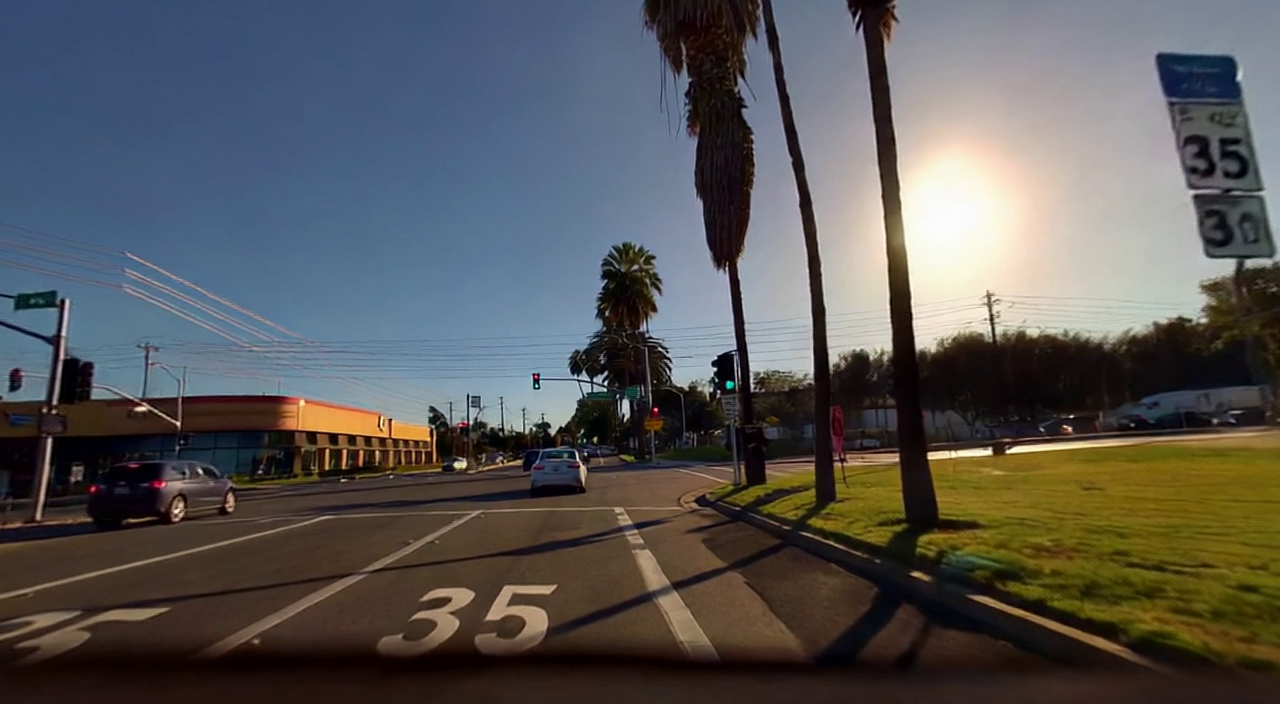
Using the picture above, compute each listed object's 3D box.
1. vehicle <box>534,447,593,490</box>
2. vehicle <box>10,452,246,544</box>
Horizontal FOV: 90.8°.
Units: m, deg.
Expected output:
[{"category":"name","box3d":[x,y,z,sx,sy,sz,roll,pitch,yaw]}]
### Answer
[{"category":"vehicle","box3d":[-2.867,4.457,24.614,2.063,1.474,4.334,0,-9,-4]},{"category":"vehicle","box3d":[-12.147,3.415,15.570,2.050,1.811,4.752,0,-9,-4]}]
